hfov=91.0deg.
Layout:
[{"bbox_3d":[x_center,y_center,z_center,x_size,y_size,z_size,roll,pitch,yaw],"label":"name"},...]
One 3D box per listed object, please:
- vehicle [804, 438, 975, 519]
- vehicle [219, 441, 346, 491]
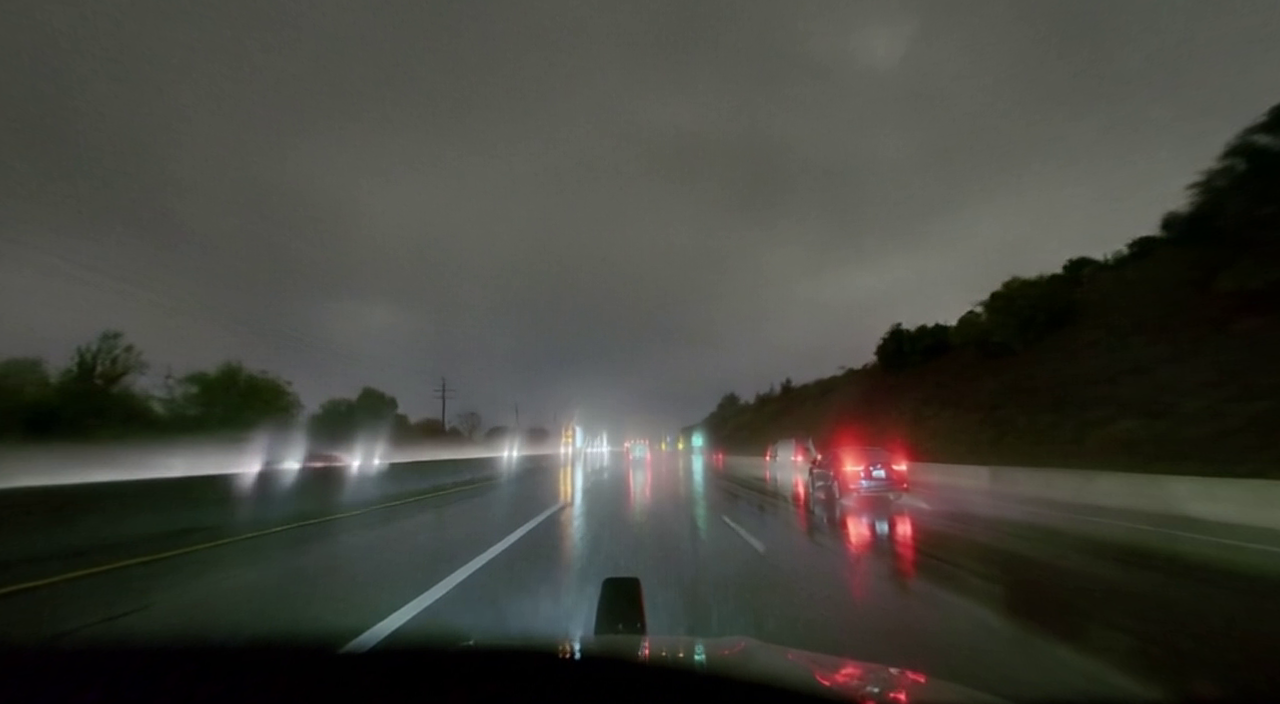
[{"bbox_3d":[5.223,2.691,13.941,1.976,1.495,4.217,0,-9,-1],"label":"vehicle"},{"bbox_3d":[-14.419,4.613,25.844,2.240,1.833,5.015,0,-9,0],"label":"vehicle"}]
